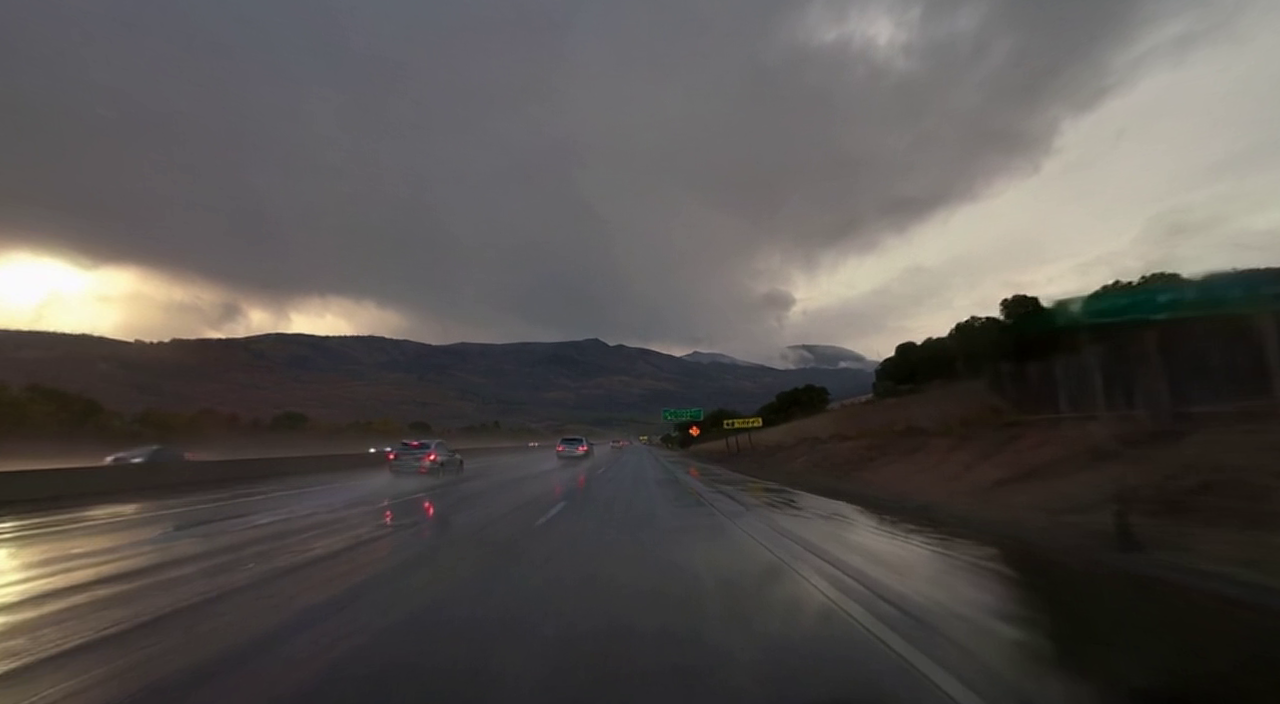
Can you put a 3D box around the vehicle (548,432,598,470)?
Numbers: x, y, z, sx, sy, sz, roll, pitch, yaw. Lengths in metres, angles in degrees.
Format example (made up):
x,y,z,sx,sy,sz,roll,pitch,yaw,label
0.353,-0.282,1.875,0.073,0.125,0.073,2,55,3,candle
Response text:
x,y,z,sx,sy,sz,roll,pitch,yaw,label
-3.283,4.975,31.839,2.029,1.753,4.718,0,-8,0,vehicle

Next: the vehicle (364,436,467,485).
x,y,z,sx,sy,sz,roll,pitch,yaw,label
-7.607,3.698,21.960,1.930,1.508,4.567,0,-8,0,vehicle
